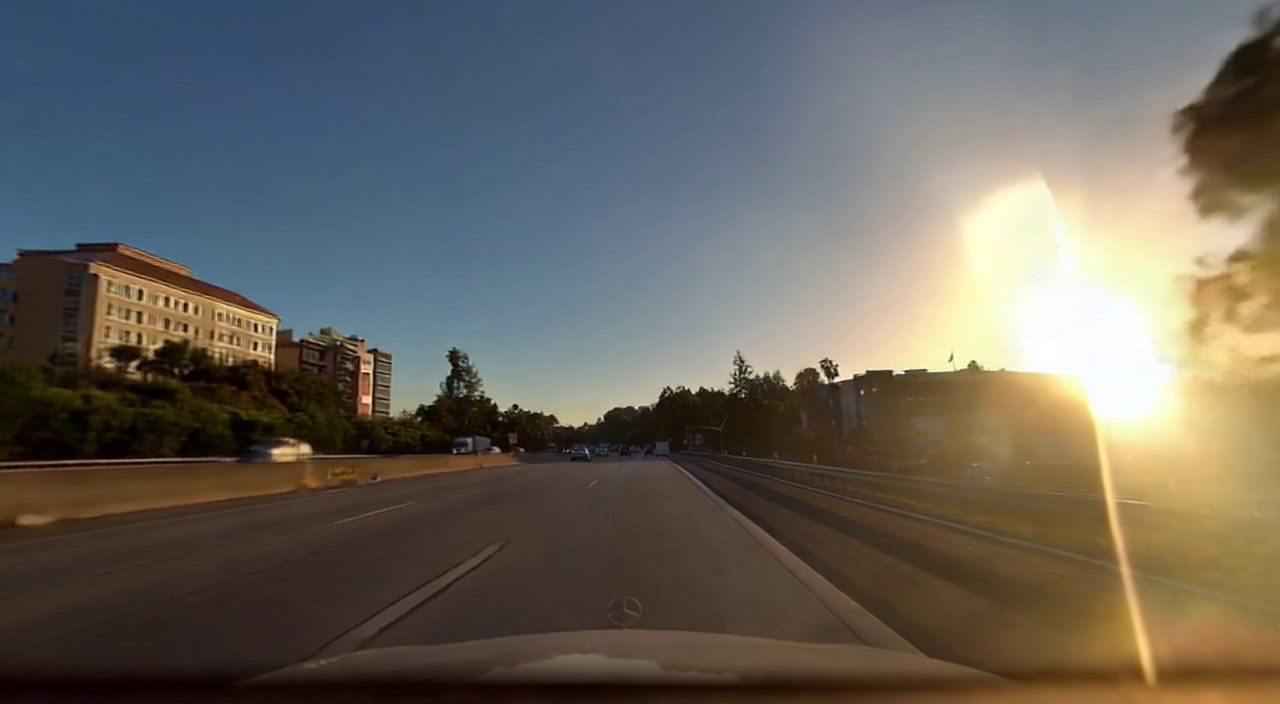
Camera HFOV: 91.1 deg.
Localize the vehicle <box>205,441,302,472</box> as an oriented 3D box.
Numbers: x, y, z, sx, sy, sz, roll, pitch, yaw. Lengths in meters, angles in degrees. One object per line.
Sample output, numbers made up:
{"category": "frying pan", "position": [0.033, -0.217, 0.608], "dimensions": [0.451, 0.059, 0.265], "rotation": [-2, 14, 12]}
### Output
{"category": "vehicle", "position": [-26.651, 7.228, 43.683], "dimensions": [2.367, 1.964, 6.623], "rotation": [0, -9, 2]}
